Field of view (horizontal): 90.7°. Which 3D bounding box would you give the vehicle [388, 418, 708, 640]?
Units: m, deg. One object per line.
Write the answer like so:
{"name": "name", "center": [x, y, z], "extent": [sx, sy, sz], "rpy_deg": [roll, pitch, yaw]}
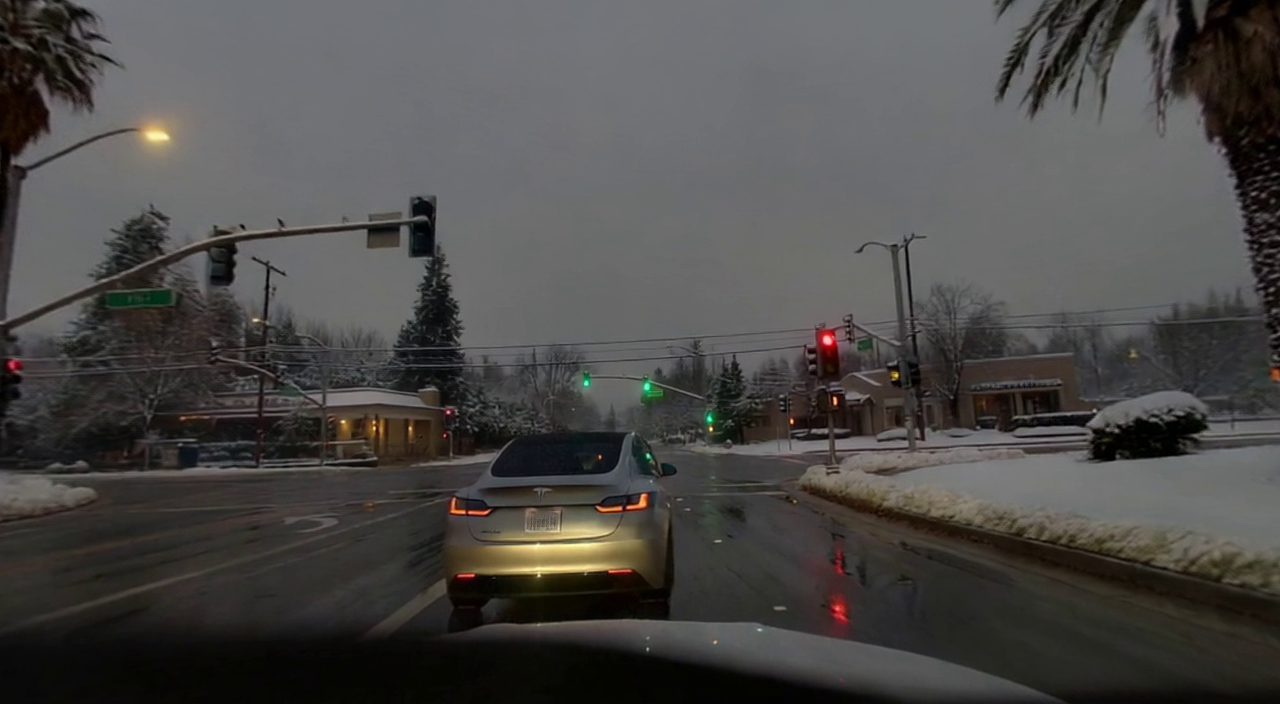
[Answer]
{"name": "vehicle", "center": [-0.652, 1.514, 6.464], "extent": [2.152, 1.478, 4.229], "rpy_deg": [0, -8, -1]}
